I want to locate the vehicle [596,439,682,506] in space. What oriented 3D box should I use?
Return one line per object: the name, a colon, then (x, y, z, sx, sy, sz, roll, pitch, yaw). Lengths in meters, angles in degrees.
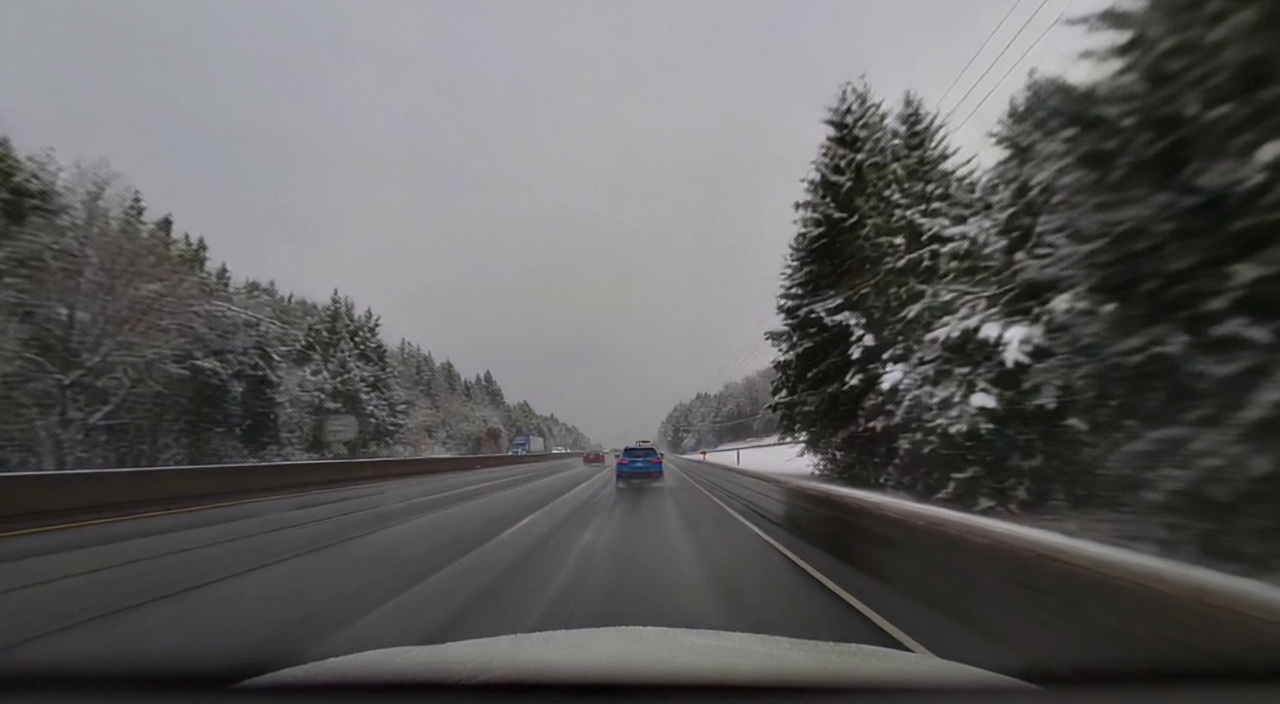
vehicle: (-0.062, 3.103, 16.628, 1.966, 1.499, 4.298, 0, -9, -1)
